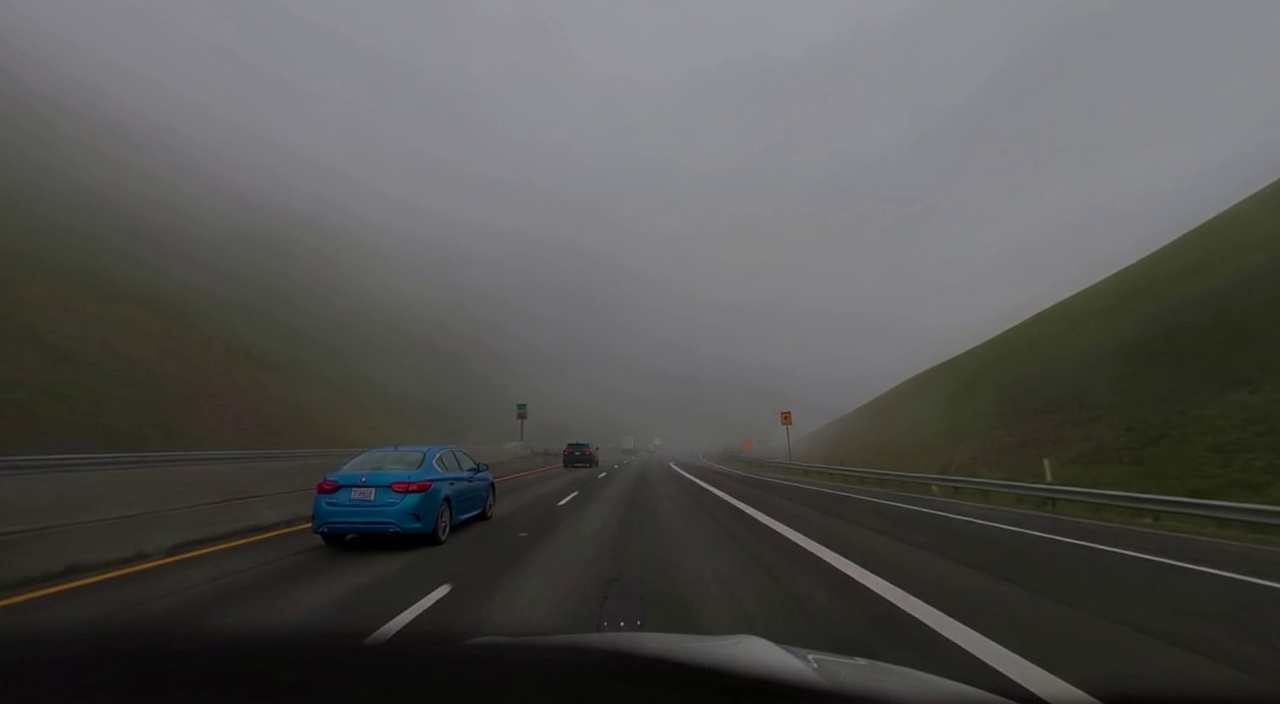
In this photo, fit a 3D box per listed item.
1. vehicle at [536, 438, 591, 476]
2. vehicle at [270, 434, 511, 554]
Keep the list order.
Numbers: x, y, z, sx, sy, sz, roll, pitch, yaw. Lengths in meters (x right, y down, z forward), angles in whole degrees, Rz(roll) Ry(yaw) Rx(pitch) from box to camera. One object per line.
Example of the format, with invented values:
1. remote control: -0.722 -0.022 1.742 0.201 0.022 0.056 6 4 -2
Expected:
1. vehicle: -3.566 4.991 30.148 2.073 1.694 4.162 0 -9 1
2. vehicle: -3.524 2.095 10.029 1.988 1.440 4.504 0 -9 0
